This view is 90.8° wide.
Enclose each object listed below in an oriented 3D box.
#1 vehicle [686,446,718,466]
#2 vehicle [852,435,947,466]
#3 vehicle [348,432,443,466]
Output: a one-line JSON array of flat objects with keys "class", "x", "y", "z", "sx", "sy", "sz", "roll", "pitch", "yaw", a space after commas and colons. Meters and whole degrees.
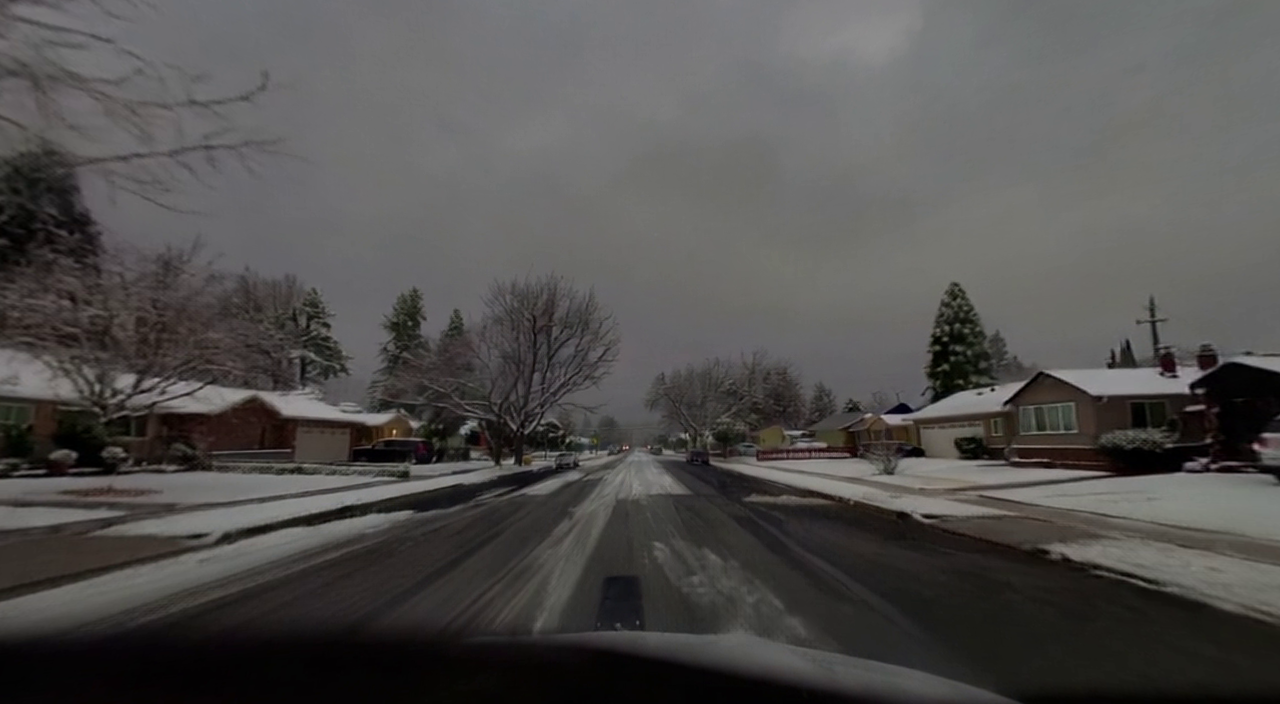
[{"class": "vehicle", "x": 4.647, "y": 7.865, "z": 47.807, "sx": 1.893, "sy": 1.454, "sz": 4.219, "roll": 0, "pitch": -9, "yaw": -1}, {"class": "vehicle", "x": 14.197, "y": 5.363, "z": 34.674, "sx": 4.391, "sy": 1.555, "sz": 1.953, "roll": 1, "pitch": -7, "yaw": -12}, {"class": "vehicle", "x": -15.291, "y": 6.119, "z": 39.638, "sx": 5.003, "sy": 1.805, "sz": 2.041, "roll": 10, "pitch": -13, "yaw": -37}]
